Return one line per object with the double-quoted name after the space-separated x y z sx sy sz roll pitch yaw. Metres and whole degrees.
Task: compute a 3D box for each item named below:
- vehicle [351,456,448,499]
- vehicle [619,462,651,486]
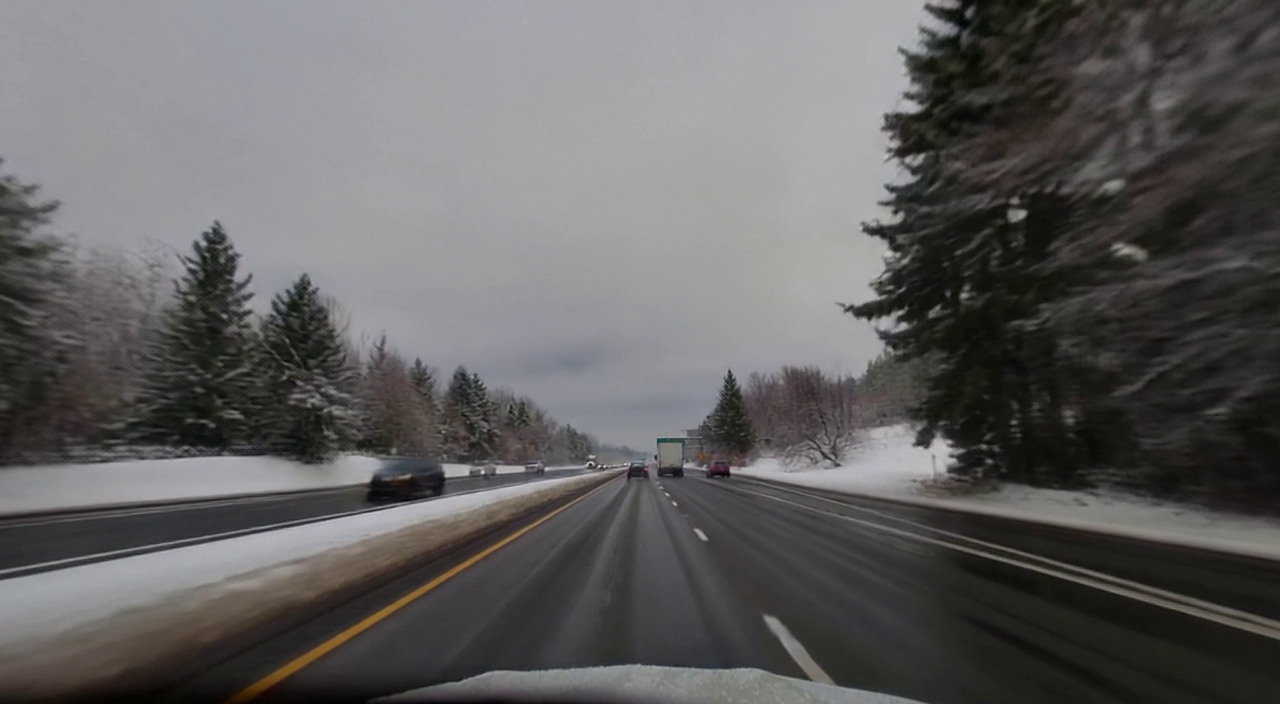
-9.416 4.970 25.121 2.167 1.531 4.179 1 -10 0 "vehicle"
-0.342 8.073 41.837 2.025 1.452 3.927 1 -10 -1 "vehicle"
